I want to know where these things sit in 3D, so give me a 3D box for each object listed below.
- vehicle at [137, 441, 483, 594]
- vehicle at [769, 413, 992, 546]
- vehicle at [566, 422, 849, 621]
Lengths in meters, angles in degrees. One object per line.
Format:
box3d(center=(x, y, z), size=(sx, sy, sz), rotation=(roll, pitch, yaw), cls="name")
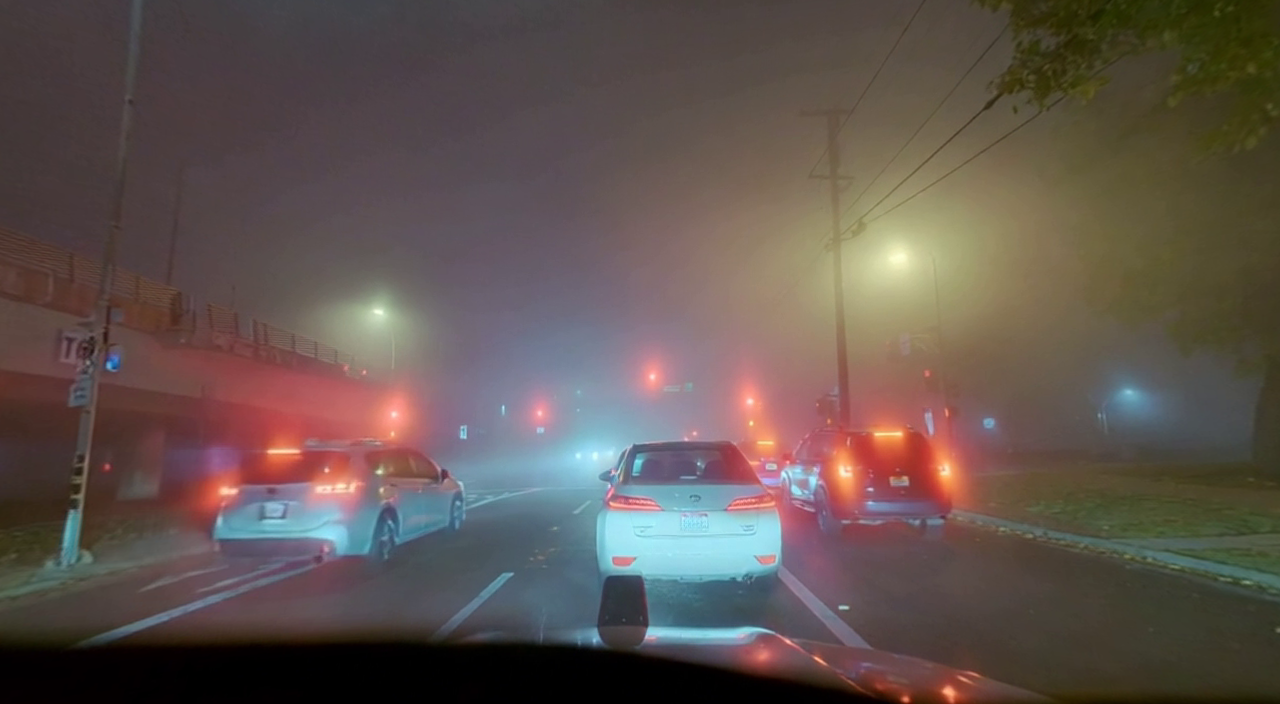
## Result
box3d(center=(-3.879, 2.000, 8.714), size=(2.082, 1.484, 4.865), rotation=(0, -8, 1), cls="vehicle")
box3d(center=(3.731, 2.067, 10.857), size=(2.062, 1.781, 4.488), rotation=(0, -8, 0), cls="vehicle")
box3d(center=(0.520, 1.583, 6.875), size=(2.101, 1.467, 4.210), rotation=(0, -8, 1), cls="vehicle")
